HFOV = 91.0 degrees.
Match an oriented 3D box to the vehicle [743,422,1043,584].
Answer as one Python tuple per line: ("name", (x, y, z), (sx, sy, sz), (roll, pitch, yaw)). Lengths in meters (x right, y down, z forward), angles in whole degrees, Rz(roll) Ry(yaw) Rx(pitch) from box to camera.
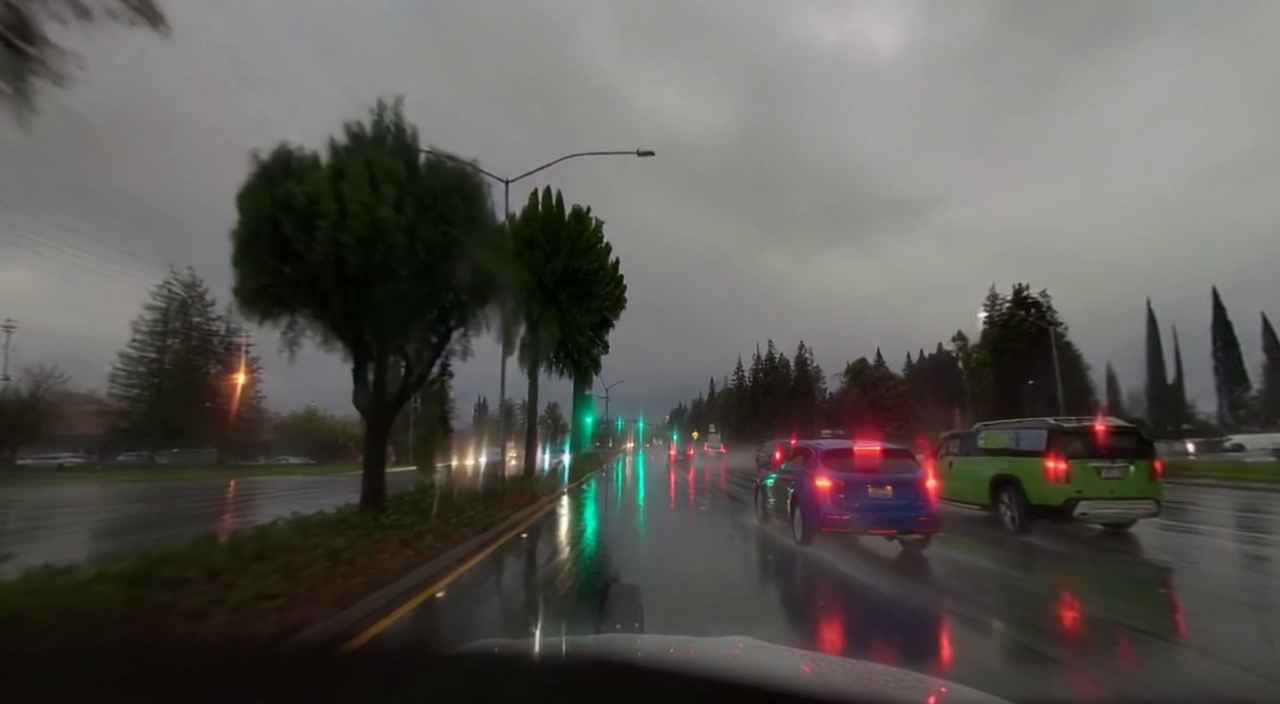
("vehicle", (2.874, 1.836, 8.656), (1.932, 1.547, 4.992), (0, -8, -2))

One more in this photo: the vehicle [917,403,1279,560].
("vehicle", (6.437, 1.852, 9.716), (2.153, 1.811, 4.595), (0, -8, -1))

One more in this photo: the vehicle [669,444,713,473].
("vehicle", (2.709, 5.796, 34.572), (1.980, 1.484, 4.093), (0, -8, -1))

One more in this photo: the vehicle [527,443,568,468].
("vehicle", (-6.583, 7.387, 45.192), (2.113, 1.693, 4.370), (0, -8, 2))
